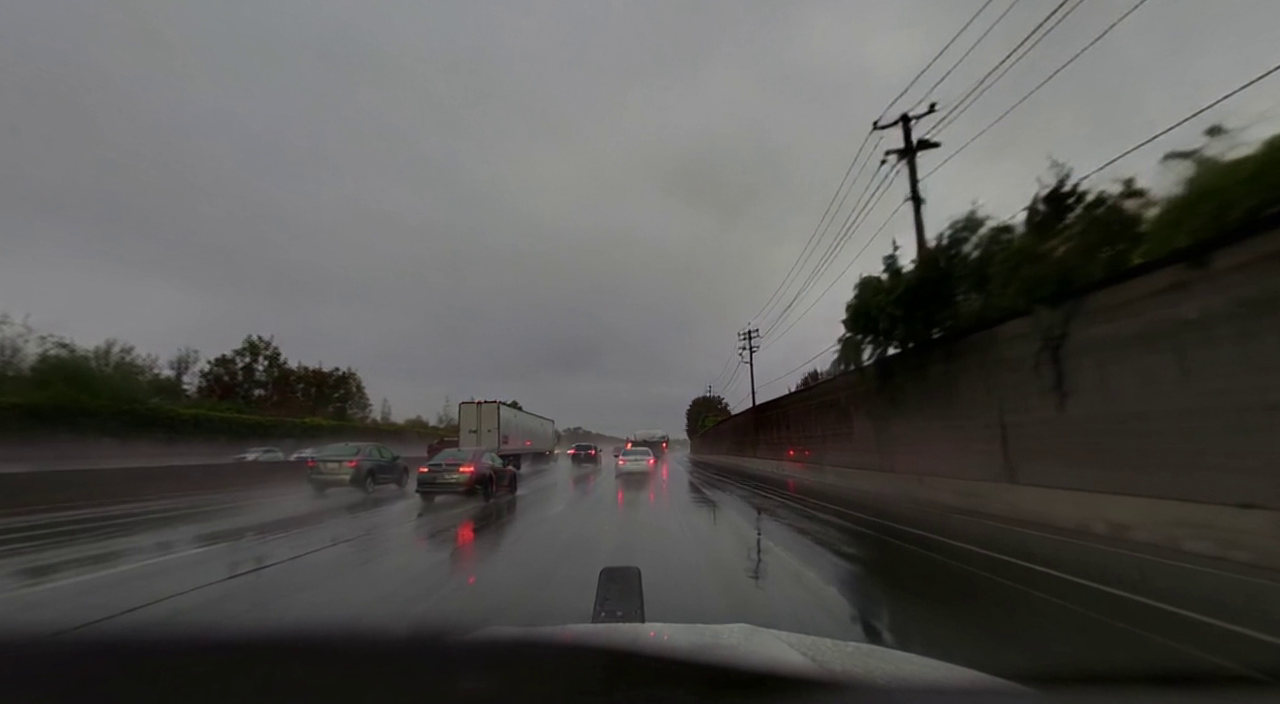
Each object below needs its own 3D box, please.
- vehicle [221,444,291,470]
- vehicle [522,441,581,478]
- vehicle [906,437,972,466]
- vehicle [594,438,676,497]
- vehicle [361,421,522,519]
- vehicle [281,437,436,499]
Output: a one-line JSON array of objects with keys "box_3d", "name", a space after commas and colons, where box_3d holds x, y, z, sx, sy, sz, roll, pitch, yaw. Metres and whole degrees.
[{"box_3d": [-27.158, 7.444, 44.919, 2.017, 1.724, 4.861, 0, -9, -1], "name": "vehicle"}, {"box_3d": [-3.746, 4.632, 27.501, 1.870, 1.485, 4.304, 0, -9, 1], "name": "vehicle"}, {"box_3d": [17.980, 5.996, 38.168, 1.936, 1.591, 4.362, 0, -9, 2], "name": "vehicle"}, {"box_3d": [-0.156, 3.261, 18.173, 2.089, 1.477, 3.818, 0, -9, -1], "name": "vehicle"}, {"box_3d": [-3.897, 2.403, 13.305, 1.923, 1.716, 4.289, 0, -9, 1], "name": "vehicle"}, {"box_3d": [-7.693, 3.215, 17.942, 2.165, 1.511, 4.810, 0, -9, 0], "name": "vehicle"}]
